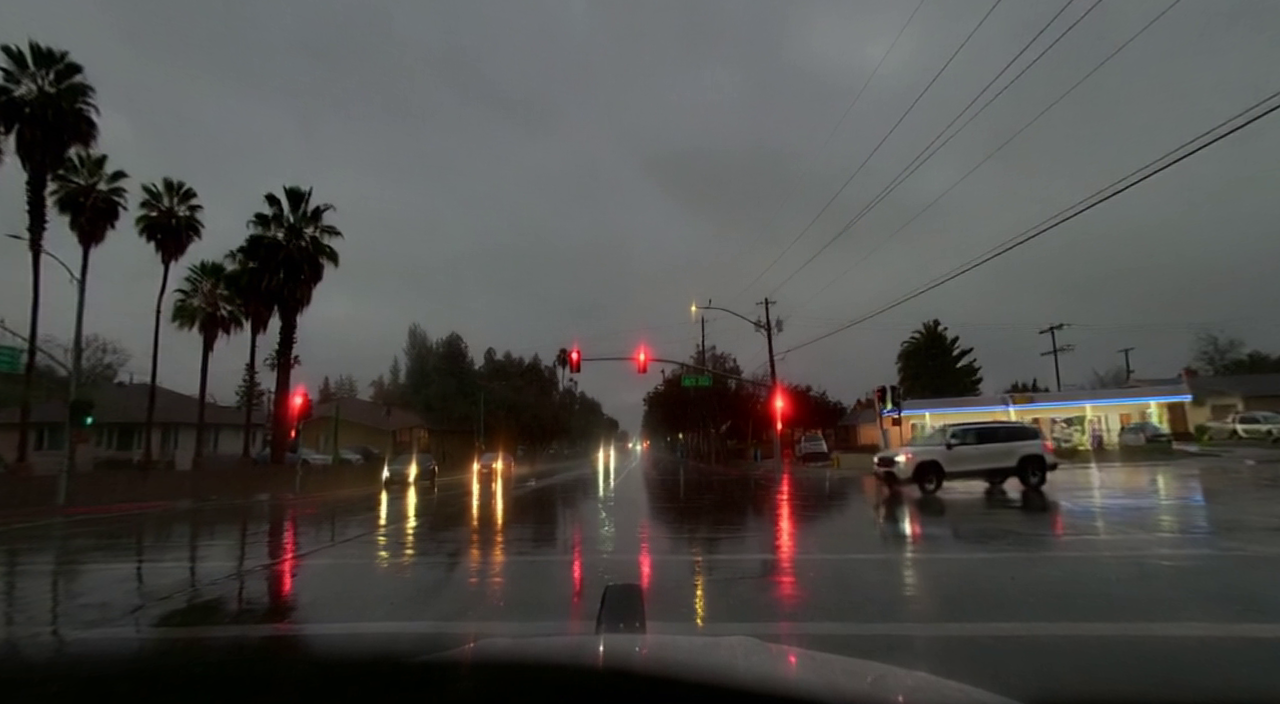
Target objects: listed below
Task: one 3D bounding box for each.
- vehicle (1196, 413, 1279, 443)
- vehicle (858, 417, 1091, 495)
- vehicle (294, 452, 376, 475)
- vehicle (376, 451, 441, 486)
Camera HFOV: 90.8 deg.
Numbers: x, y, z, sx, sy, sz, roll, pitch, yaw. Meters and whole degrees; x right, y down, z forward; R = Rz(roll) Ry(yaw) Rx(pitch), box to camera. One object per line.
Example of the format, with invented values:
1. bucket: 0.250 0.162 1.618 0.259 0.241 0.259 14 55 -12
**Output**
1. vehicle: 38.301 4.789 39.971 4.488 1.447 1.765 -5 -8 -1
2. vehicle: 8.500 2.638 16.266 5.086 1.817 1.952 1 -9 -11
3. vehicle: -20.943 7.672 43.516 4.672 1.469 1.816 -1 -9 -2
4. vehicle: -13.050 6.553 35.945 2.009 1.777 4.559 0 -9 -1
